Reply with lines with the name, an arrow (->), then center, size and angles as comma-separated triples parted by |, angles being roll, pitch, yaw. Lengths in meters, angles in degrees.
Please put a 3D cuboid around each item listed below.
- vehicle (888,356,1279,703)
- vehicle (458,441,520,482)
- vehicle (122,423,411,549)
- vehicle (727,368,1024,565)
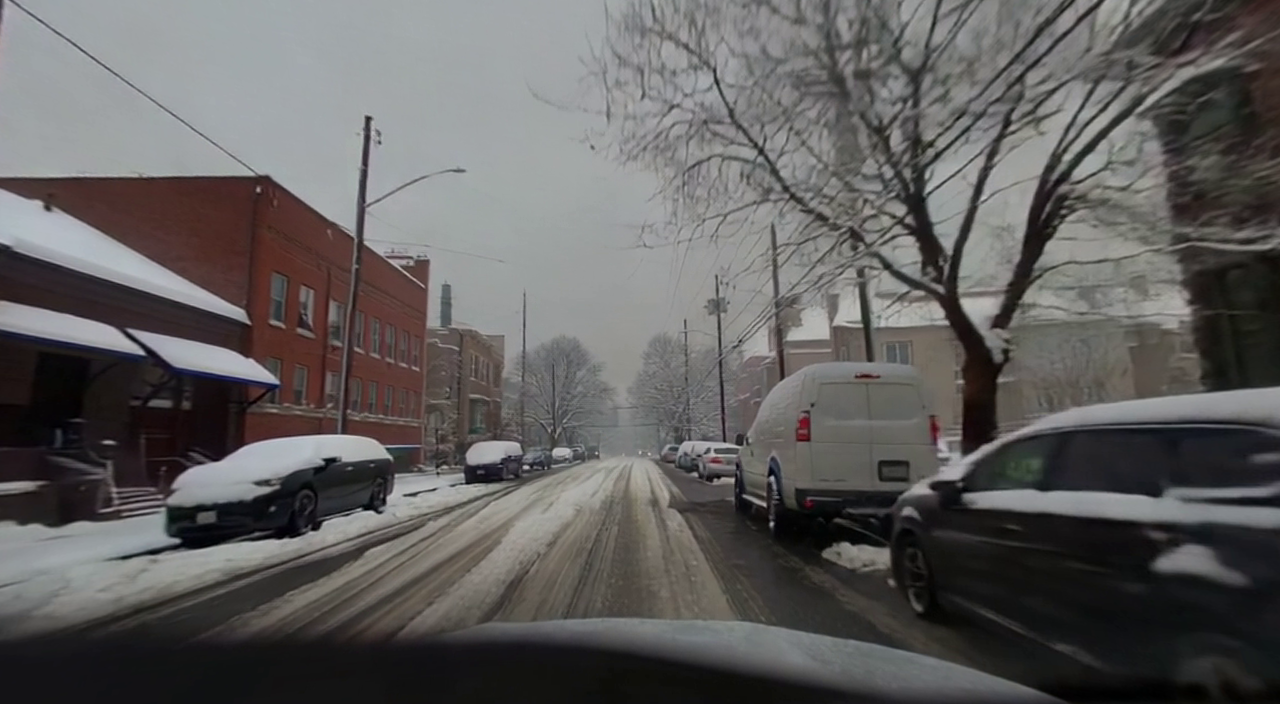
vehicle -> 3.111, 1.024, 3.294 | 1.896, 1.675, 4.000 | 0, -8, -1
vehicle -> -6.959, 5.059, 29.584 | 1.930, 1.756, 4.955 | 0, -8, -3
vehicle -> -6.737, 2.461, 12.516 | 2.259, 1.899, 5.643 | 0, -8, 0
vehicle -> 3.075, 1.712, 10.118 | 2.480, 2.230, 5.704 | 0, -8, -1
